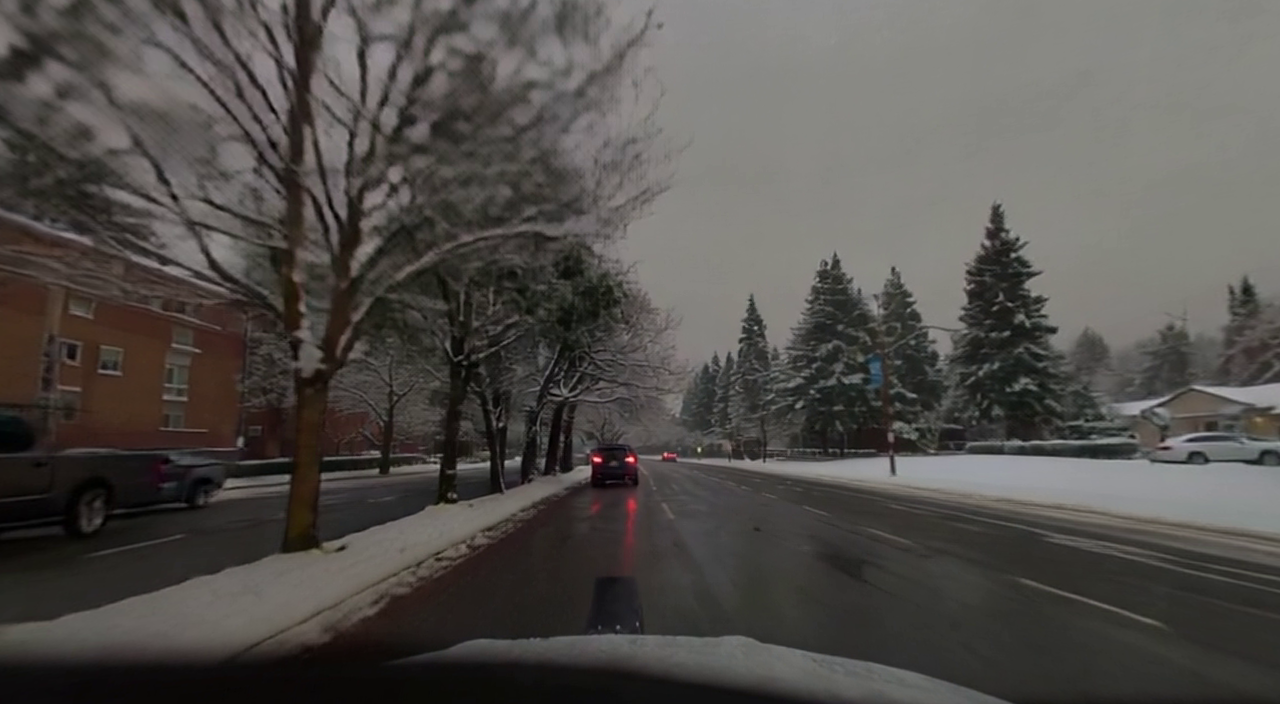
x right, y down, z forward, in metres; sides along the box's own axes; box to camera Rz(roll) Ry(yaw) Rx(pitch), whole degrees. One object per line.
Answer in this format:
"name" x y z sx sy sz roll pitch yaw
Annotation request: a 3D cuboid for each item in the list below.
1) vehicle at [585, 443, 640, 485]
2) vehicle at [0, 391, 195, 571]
"vehicle" -1.065 4.691 26.746 2.093 1.591 4.247 0 -8 0
"vehicle" -8.762 1.623 8.174 2.386 2.101 4.923 1 -8 0
